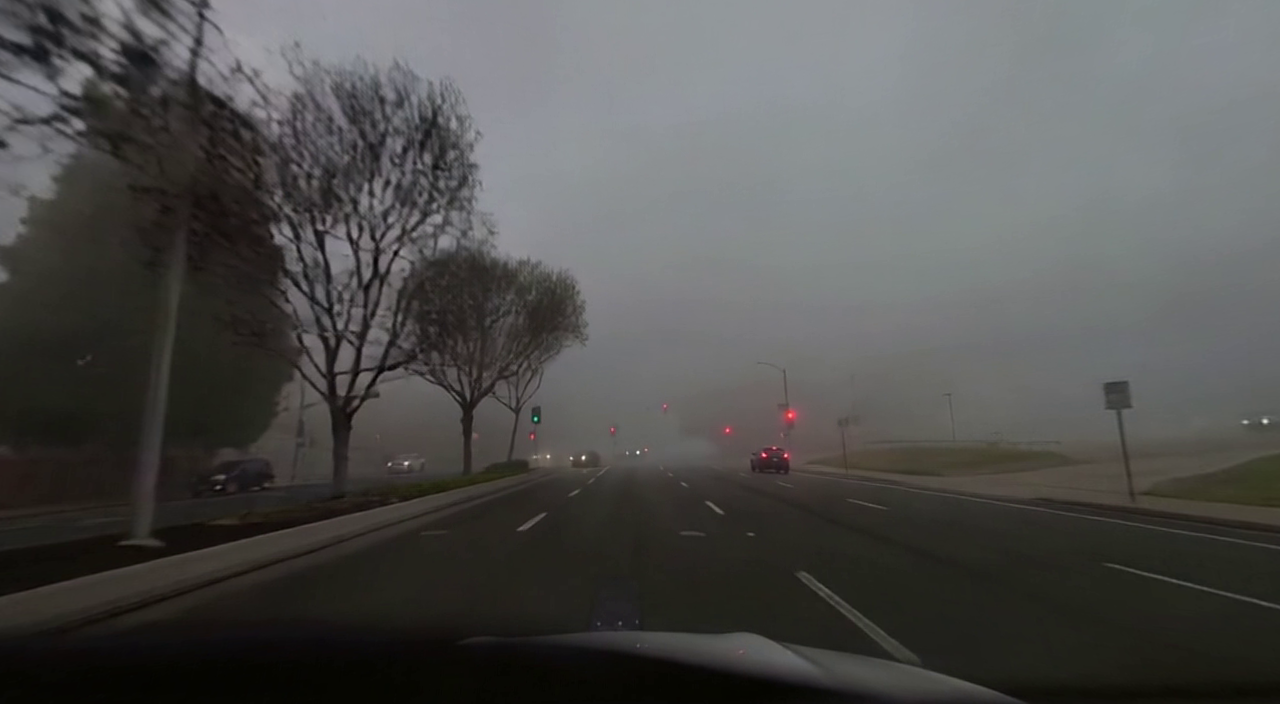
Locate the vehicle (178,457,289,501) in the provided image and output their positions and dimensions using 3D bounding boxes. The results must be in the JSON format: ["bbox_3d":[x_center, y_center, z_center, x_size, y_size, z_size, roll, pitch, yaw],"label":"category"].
[{"bbox_3d":[-17.718,5.528,27.818,1.883,1.583,4.342,-3,-9,2],"label":"vehicle"}]

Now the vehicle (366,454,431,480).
[{"bbox_3d":[-16.622,7.878,43.708,1.895,1.644,4.160,-3,-9,19],"label":"vehicle"}]

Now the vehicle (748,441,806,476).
[{"bbox_3d":[7.079,5.535,33.054,2.011,1.710,4.357,0,-9,-1],"label":"vehicle"}]
